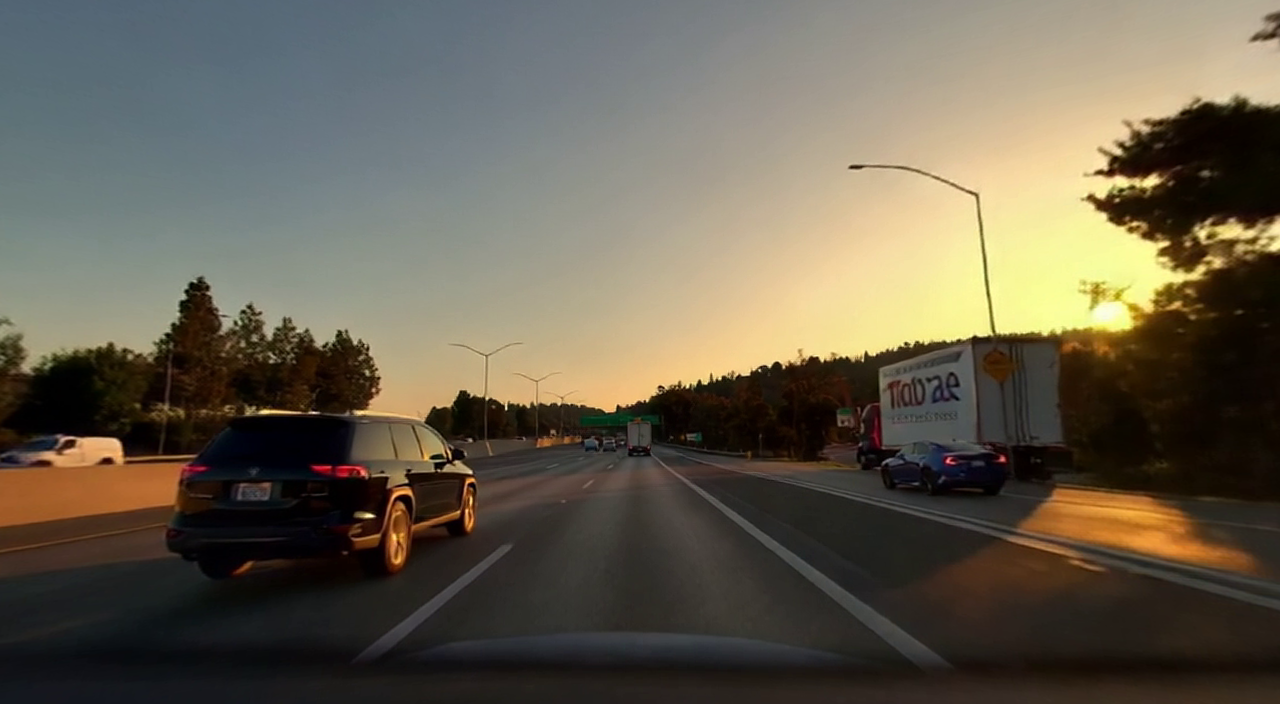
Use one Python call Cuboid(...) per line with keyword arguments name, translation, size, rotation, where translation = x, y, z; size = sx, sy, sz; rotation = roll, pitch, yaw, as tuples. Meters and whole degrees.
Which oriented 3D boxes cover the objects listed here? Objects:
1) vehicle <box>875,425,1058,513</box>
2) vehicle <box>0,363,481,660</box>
Cuboid(name="vehicle", translation=(7.093, 2.573, 14.238), size=(1.958, 1.681, 4.109), rotation=(0, -8, 1))
Cuboid(name="vehicle", translation=(-3.351, 1.339, 6.404), size=(2.178, 1.826, 4.933), rotation=(0, -8, 0))
